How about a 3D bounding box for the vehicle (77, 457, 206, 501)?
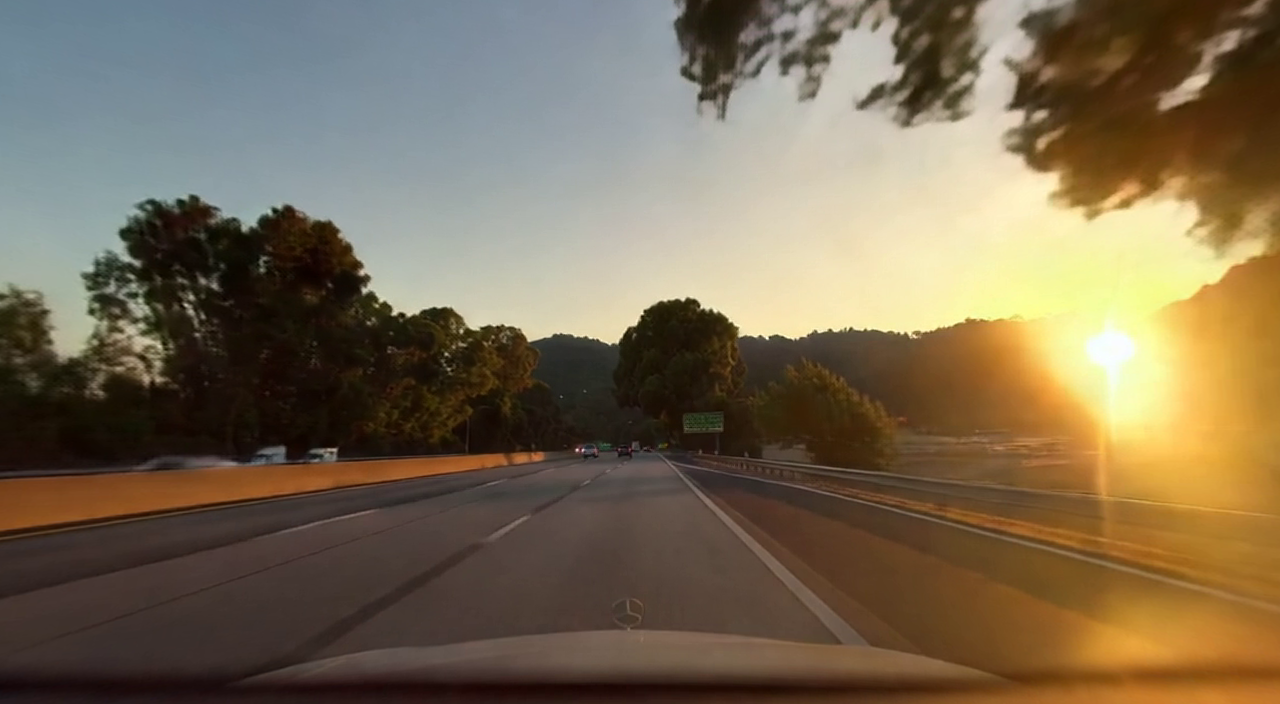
[{"bbox_3d":[-19.287,4.894,24.596,1.743,1.431,3.925,1,-8,1],"label":"vehicle"}]
